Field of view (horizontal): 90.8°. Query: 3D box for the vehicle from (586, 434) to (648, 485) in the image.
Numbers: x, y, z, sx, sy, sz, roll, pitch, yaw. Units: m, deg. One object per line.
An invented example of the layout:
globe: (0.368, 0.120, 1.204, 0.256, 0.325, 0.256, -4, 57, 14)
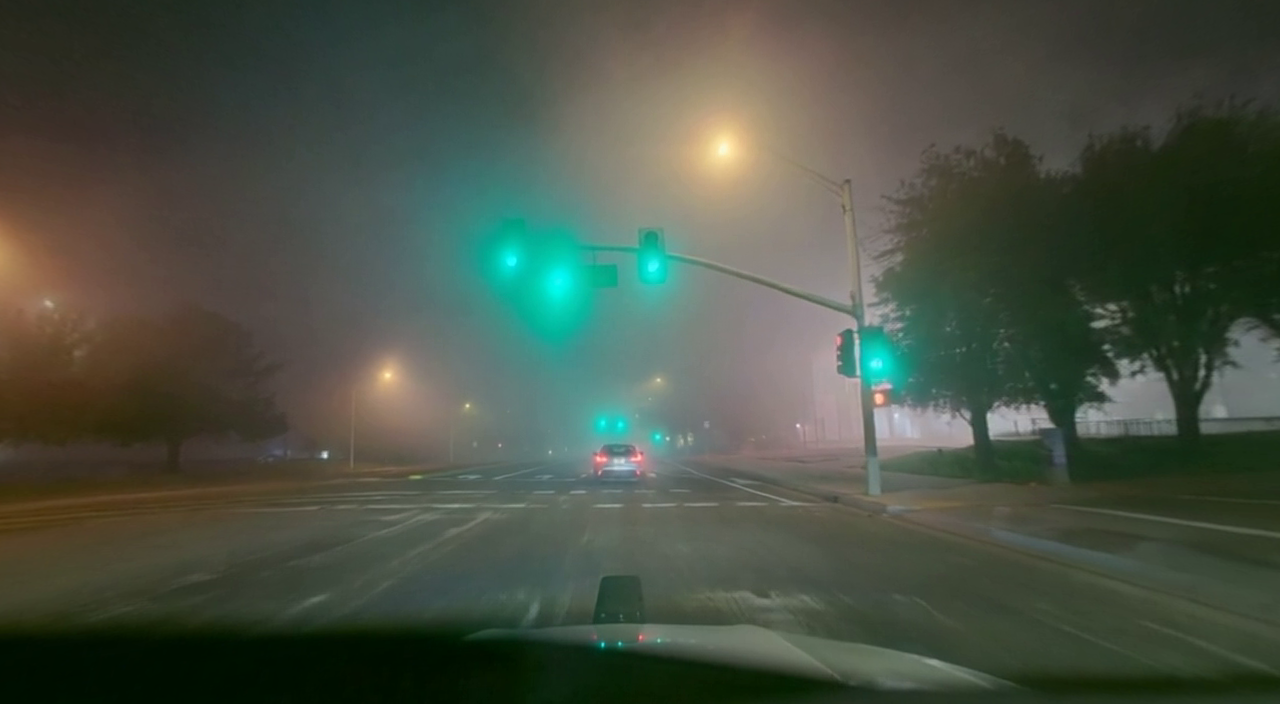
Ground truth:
vehicle: (-0.833, 3.986, 23.695, 2.130, 1.711, 4.038, 0, -9, -1)
